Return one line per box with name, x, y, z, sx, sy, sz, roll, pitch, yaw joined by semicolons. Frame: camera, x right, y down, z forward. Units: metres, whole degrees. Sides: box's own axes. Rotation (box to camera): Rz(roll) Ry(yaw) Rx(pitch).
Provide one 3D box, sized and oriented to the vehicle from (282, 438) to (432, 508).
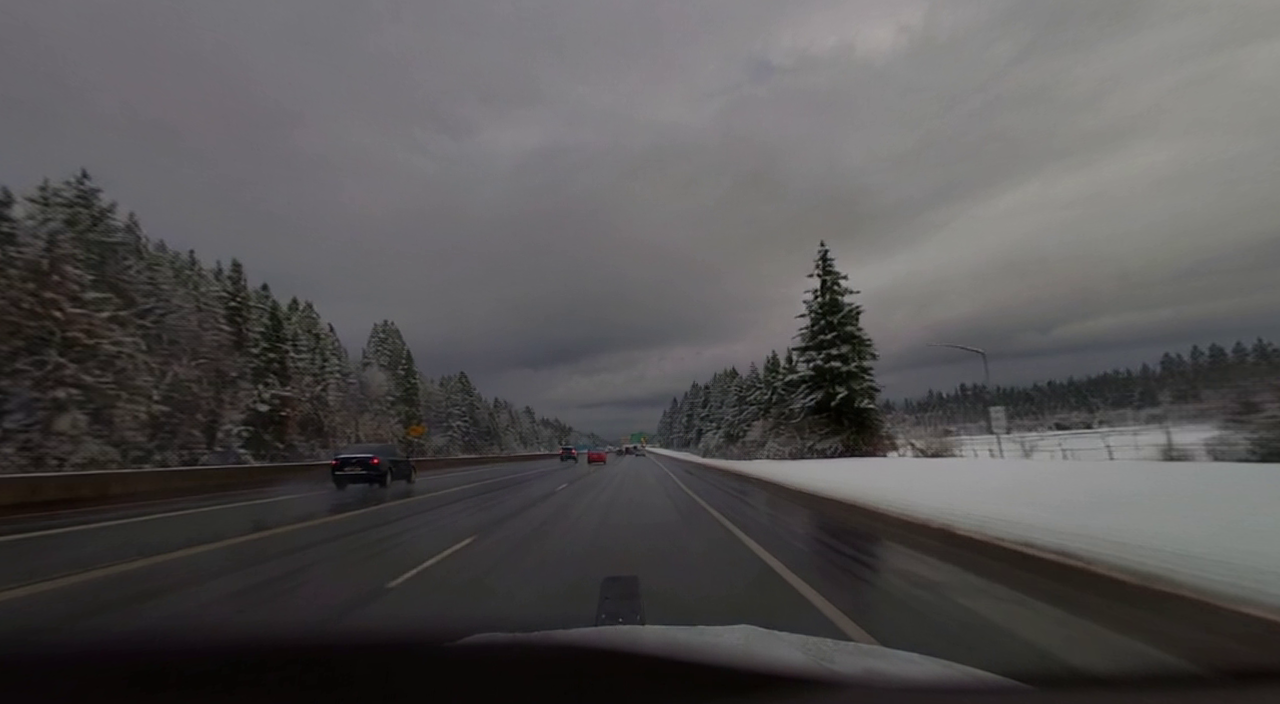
vehicle;-7.302;3.151;16.816;2.007;1.616;4.141;0;-9;1
